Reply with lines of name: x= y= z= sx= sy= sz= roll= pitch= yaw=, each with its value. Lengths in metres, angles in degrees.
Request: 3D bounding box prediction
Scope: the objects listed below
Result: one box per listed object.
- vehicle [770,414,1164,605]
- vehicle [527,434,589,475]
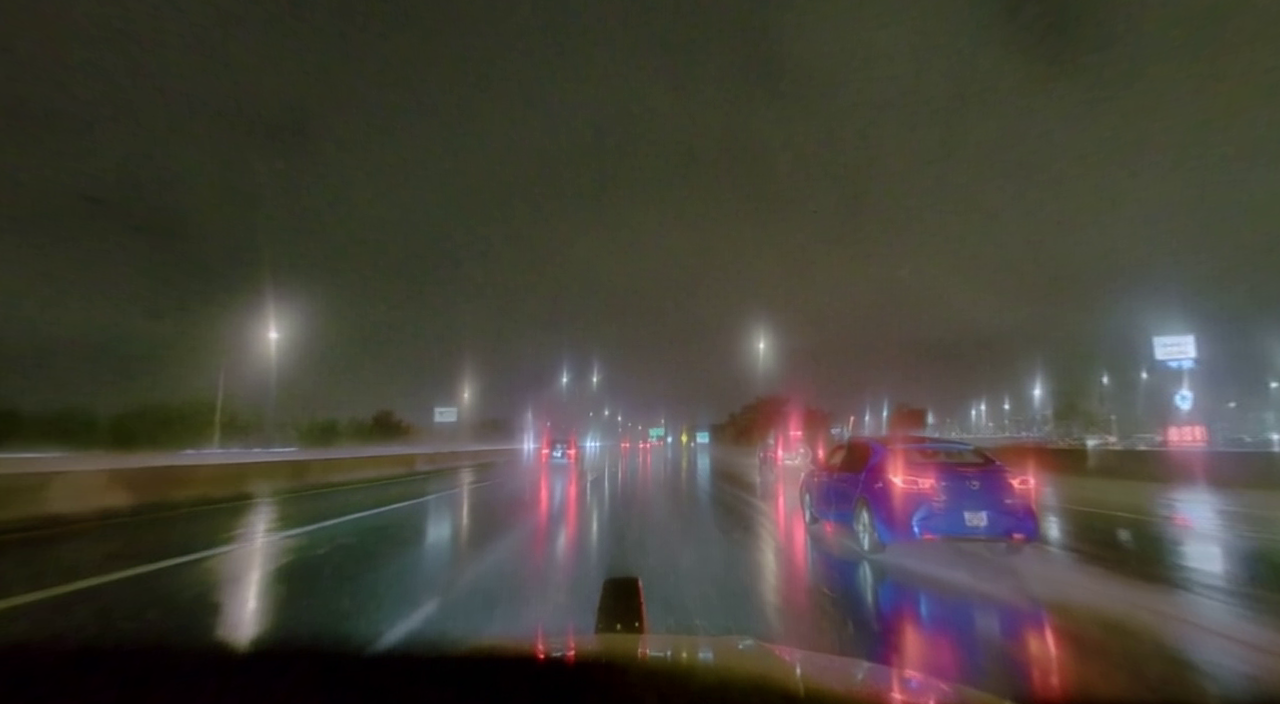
vehicle: x=3.211 y=1.667 z=7.728 sx=2.107 sy=1.550 sz=4.949 roll=0 pitch=-9 yaw=-1
vehicle: x=-3.725 y=4.783 z=29.547 sx=2.193 sy=1.746 sz=4.512 roll=0 pitch=-9 yaw=1
